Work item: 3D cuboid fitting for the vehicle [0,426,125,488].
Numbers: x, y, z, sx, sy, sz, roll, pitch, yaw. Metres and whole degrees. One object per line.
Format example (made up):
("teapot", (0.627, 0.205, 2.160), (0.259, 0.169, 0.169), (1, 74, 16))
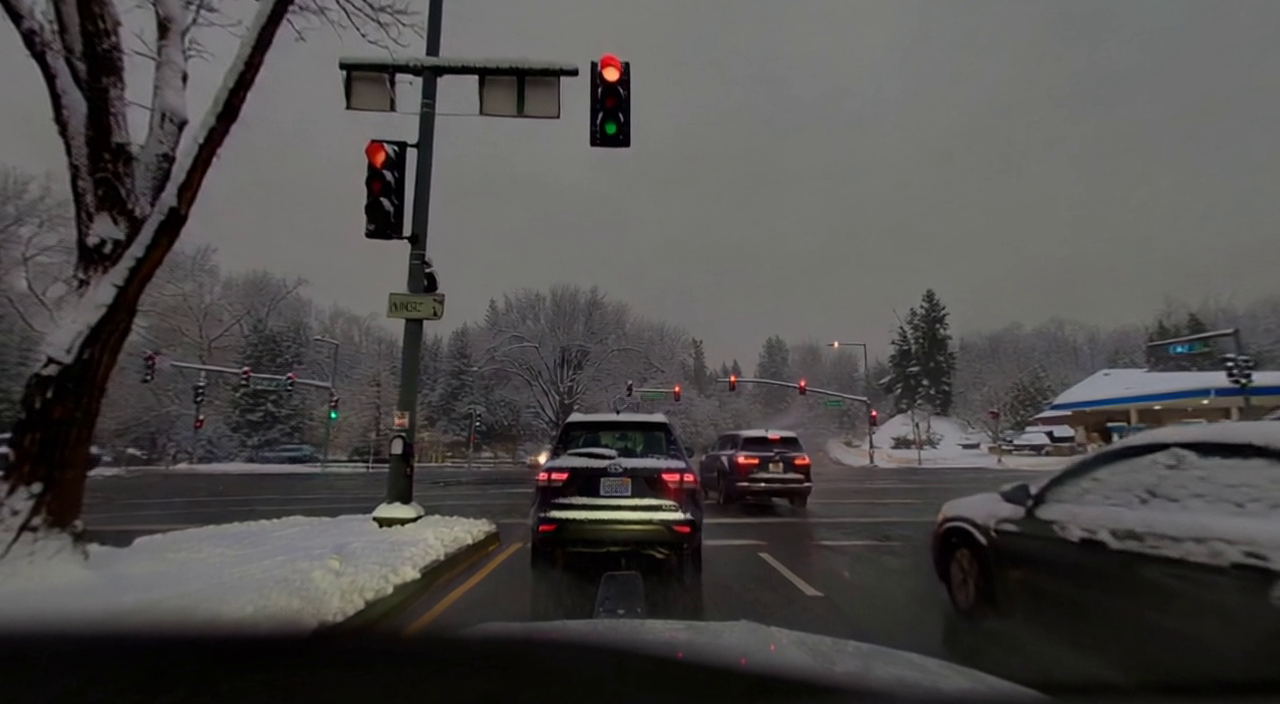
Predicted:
("vehicle", (-28.935, 4.971, 30.089), (6.772, 2.769, 2.305), (-1, -9, 3))

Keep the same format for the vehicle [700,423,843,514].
("vehicle", (2.816, 2.629, 14.753), (2.060, 1.783, 4.411), (1, -9, -5))

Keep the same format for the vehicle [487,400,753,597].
("vehicle", (-0.223, 1.646, 7.991), (2.351, 1.733, 4.616), (0, -9, -1))

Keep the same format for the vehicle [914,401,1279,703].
("vehicle", (3.156, 0.981, 2.653), (1.965, 1.460, 4.581), (0, -9, 0))
